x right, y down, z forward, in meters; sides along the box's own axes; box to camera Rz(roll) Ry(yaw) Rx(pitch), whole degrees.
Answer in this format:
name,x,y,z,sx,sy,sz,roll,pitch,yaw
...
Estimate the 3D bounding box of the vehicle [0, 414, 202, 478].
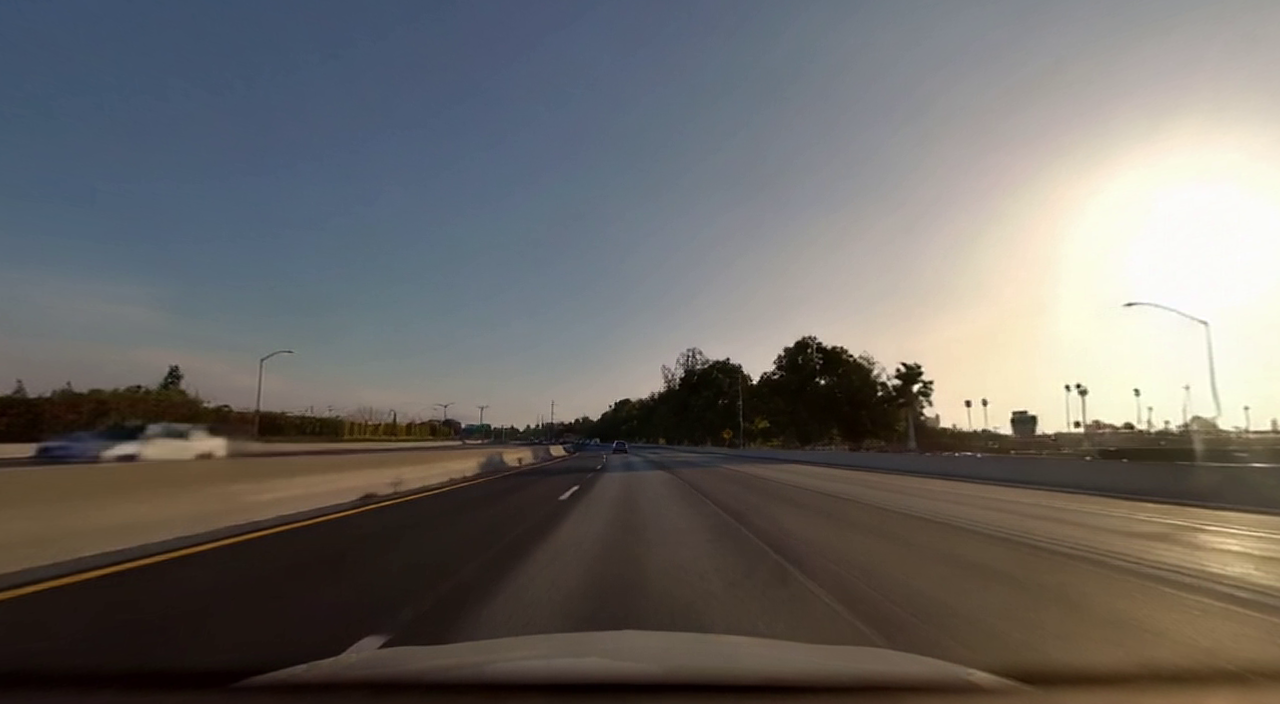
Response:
name,x,y,z,sx,sy,sz,roll,pitch,yaw
vehicle,-16.008,2.853,19.163,2.065,1.686,4.572,0,-8,0
